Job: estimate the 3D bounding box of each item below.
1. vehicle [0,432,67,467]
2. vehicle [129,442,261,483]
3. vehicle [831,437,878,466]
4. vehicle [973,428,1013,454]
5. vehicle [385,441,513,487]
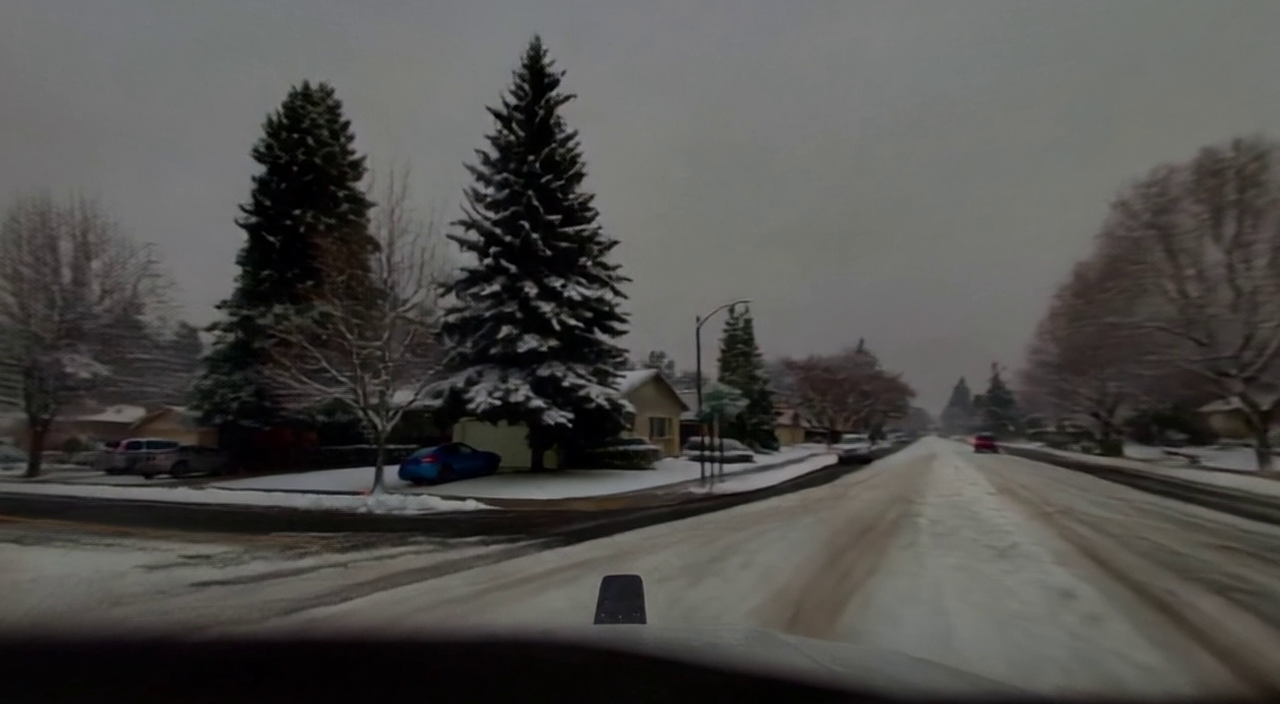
[{"bbox_3d":[-36.119,5.538,35.771,2.181,1.911,4.861,-5,-8,24],"label":"vehicle"},{"bbox_3d":[-19.586,4.829,28.026,1.978,1.666,4.230,-4,-9,25],"label":"vehicle"},{"bbox_3d":[12.420,5.695,36.417,2.075,1.551,4.074,-4,-9,24],"label":"vehicle"},{"bbox_3d":[24.854,6.298,44.579,2.116,1.711,4.155,-4,-9,26],"label":"vehicle"},{"bbox_3d":[-6.895,4.061,23.397,1.917,1.499,4.569,-4,-9,25],"label":"vehicle"}]
